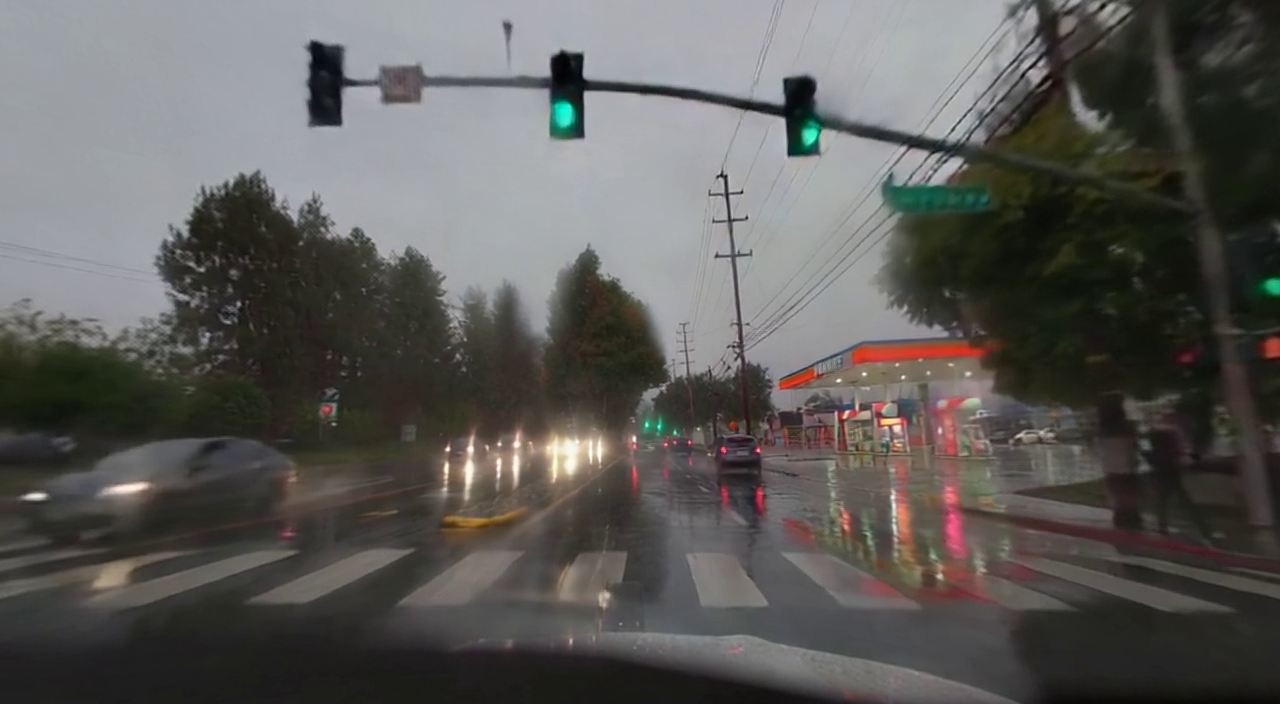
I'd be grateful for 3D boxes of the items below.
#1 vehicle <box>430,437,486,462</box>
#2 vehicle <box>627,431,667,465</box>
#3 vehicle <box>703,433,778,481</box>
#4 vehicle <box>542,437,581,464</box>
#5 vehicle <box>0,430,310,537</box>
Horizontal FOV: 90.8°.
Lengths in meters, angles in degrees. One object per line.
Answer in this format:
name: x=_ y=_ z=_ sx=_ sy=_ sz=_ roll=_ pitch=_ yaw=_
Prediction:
vehicle: x=-12.097 y=6.517 z=42.265 sx=2.264 sy=1.515 sz=4.718 roll=-1 pitch=-8 yaw=1
vehicle: x=0.395 y=5.568 z=36.779 sx=2.163 sy=1.825 sz=4.073 roll=0 pitch=-8 yaw=1
vehicle: x=3.604 y=3.854 z=23.402 sx=1.990 sy=1.592 sz=4.294 roll=0 pitch=-8 yaw=-1
vehicle: x=-4.664 y=5.912 z=37.980 sx=1.816 sy=1.484 sz=3.629 roll=-1 pitch=-8 yaw=1
vehicle: x=-8.305 y=2.245 z=11.480 sx=2.109 sy=1.525 sz=4.562 roll=-1 pitch=-8 yaw=1
